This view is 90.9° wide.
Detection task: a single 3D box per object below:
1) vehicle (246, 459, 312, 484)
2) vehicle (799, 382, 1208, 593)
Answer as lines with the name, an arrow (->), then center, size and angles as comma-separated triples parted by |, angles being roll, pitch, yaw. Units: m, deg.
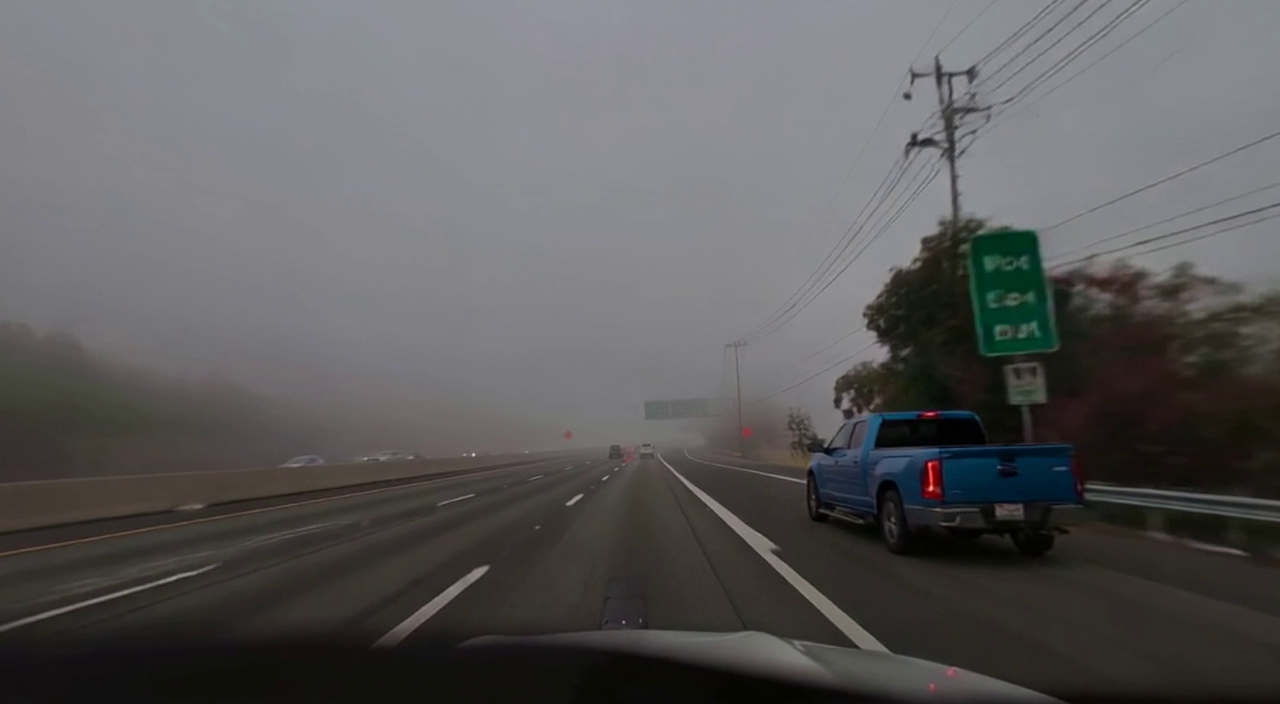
vehicle -> -23.638, 7.815, 41.455 | 1.757, 1.465, 4.244 | 0, -8, 2
vehicle -> 3.868, 1.579, 8.254 | 2.186, 1.840, 5.289 | 0, -8, 0
